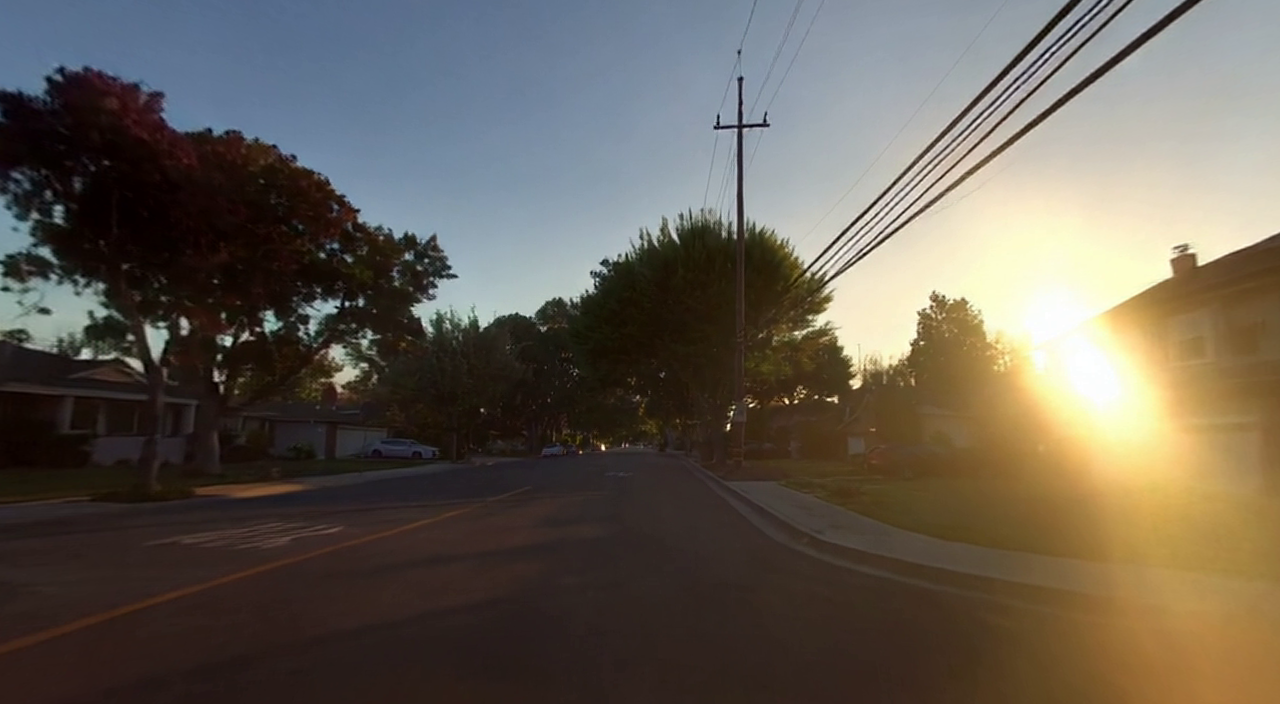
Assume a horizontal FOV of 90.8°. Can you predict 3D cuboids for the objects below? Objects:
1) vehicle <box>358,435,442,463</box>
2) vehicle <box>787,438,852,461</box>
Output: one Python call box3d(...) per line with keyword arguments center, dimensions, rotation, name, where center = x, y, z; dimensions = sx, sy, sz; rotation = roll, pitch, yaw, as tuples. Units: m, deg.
box3d(center=(-15.198, 6.139, 40.137), dimensions=(4.500, 1.714, 1.924), rotation=(-1, -9, 7), name="vehicle")
box3d(center=(12.930, 7.051, 45.726), dimensions=(4.122, 1.610, 1.888), rotation=(-1, -7, 2), name="vehicle")
